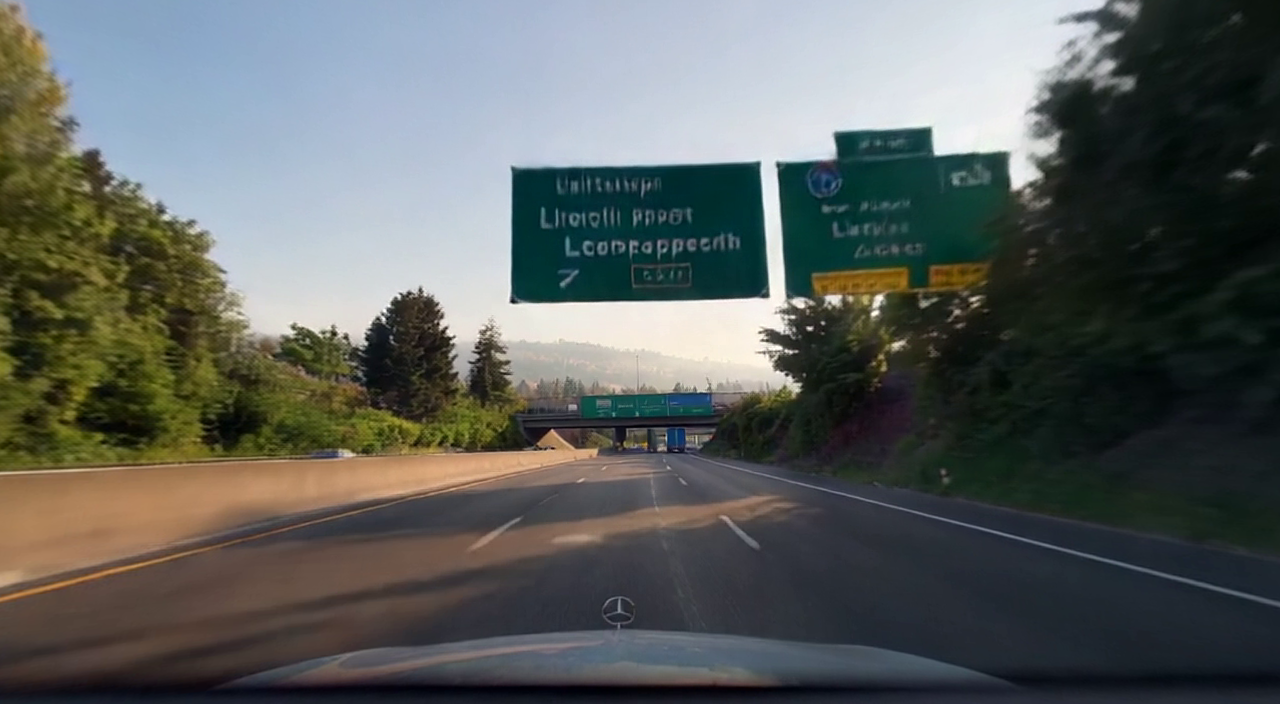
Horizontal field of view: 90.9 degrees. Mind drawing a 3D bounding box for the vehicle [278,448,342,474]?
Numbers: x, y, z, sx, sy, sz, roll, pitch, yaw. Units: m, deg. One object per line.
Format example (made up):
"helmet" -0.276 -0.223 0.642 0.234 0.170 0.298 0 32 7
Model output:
"vehicle" -20.953 6.928 40.212 1.840 1.521 4.024 0 -8 1
